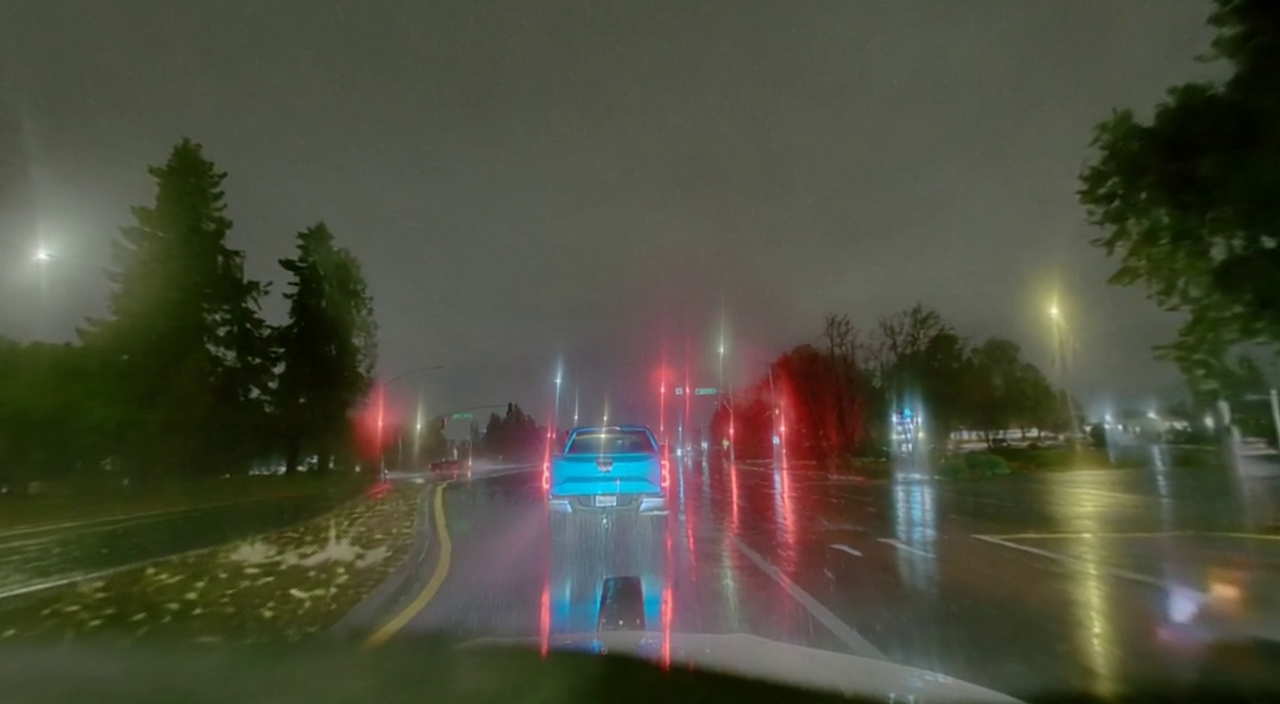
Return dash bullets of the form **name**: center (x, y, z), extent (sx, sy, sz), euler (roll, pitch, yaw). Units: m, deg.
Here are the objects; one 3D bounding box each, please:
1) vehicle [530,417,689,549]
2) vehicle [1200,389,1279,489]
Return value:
- **vehicle**: center (-0.459, 2.127, 10.982), extent (2.145, 1.762, 4.731), euler (0, -8, -1)
- **vehicle**: center (16.572, 2.255, 16.591), extent (1.862, 2.438, 1.649), euler (-2, -9, -14)
